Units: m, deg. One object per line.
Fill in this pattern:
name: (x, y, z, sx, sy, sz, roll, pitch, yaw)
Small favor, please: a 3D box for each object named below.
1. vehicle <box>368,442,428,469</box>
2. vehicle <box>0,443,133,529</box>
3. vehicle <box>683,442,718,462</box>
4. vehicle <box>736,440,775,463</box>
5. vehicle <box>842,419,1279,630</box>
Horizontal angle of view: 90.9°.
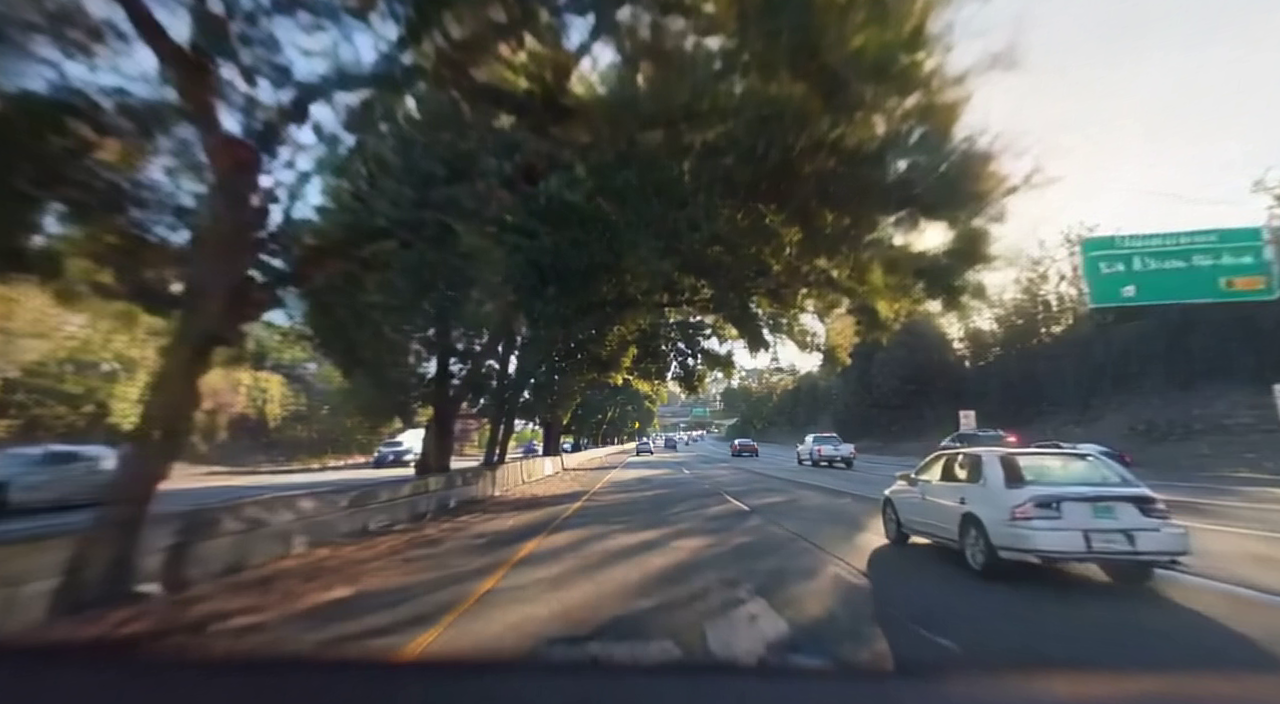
vehicle: (-17.032, 7.317, 44.698, 2.209, 1.774, 4.989, 0, -8, 0)
vehicle: (-12.855, 2.634, 12.669, 1.875, 1.591, 4.102, 0, -8, 0)
vehicle: (4.544, 7.553, 47.980, 2.118, 1.438, 4.312, 0, -8, -1)
vehicle: (8.120, 7.045, 44.794, 1.919, 1.476, 4.303, 0, -8, -1)
vehicle: (4.224, 1.599, 7.075, 2.223, 1.483, 5.075, 0, -8, 0)
